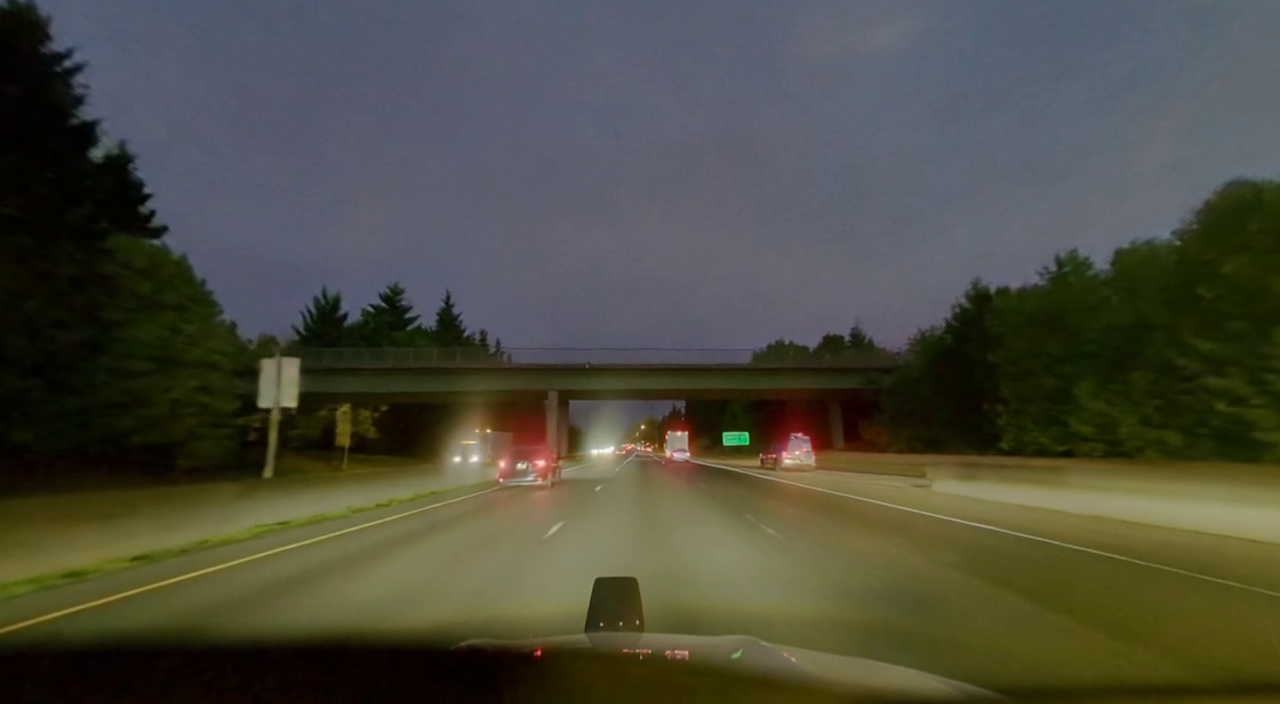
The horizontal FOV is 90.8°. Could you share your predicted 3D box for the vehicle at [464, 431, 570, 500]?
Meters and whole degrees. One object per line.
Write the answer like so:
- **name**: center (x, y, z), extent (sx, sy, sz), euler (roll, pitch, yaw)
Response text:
- **vehicle**: center (-3.509, 3.348, 18.984), extent (2.238, 1.792, 4.518), euler (0, -9, 0)
